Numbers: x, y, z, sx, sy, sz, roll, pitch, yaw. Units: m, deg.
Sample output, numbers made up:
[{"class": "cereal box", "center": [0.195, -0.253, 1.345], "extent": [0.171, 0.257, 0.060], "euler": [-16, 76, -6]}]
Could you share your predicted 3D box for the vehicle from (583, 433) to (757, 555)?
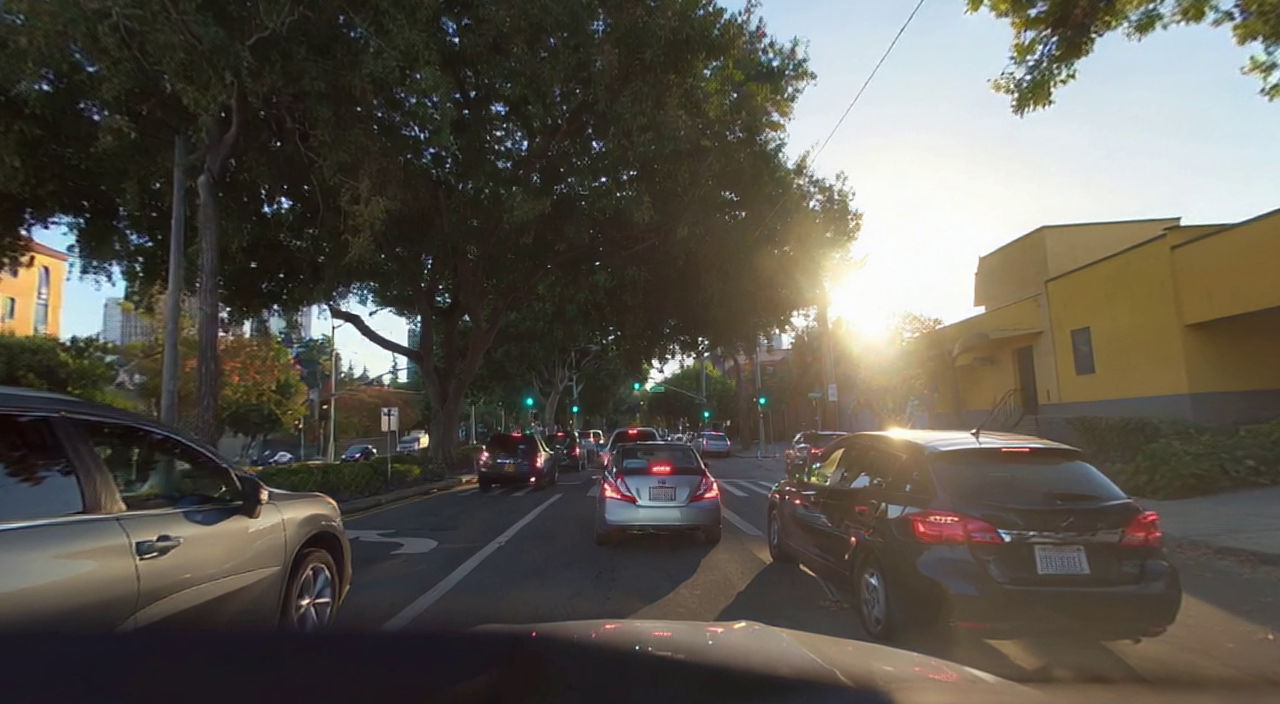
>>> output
[{"class": "vehicle", "center": [0.271, 1.997, 9.584], "extent": [2.095, 1.438, 3.843], "euler": [0, -9, -3]}]

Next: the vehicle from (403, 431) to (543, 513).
[{"class": "vehicle", "center": [-3.508, 2.617, 14.248], "extent": [1.901, 1.522, 4.556], "euler": [0, -9, 0]}]

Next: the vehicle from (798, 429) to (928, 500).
[{"class": "vehicle", "center": [6.346, 3.251, 18.681], "extent": [2.025, 1.808, 4.579], "euler": [0, -9, -2]}]

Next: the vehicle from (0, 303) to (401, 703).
[{"class": "vehicle", "center": [-3.267, 0.934, 3.394], "extent": [2.152, 1.802, 4.628], "euler": [0, -9, 0]}]
